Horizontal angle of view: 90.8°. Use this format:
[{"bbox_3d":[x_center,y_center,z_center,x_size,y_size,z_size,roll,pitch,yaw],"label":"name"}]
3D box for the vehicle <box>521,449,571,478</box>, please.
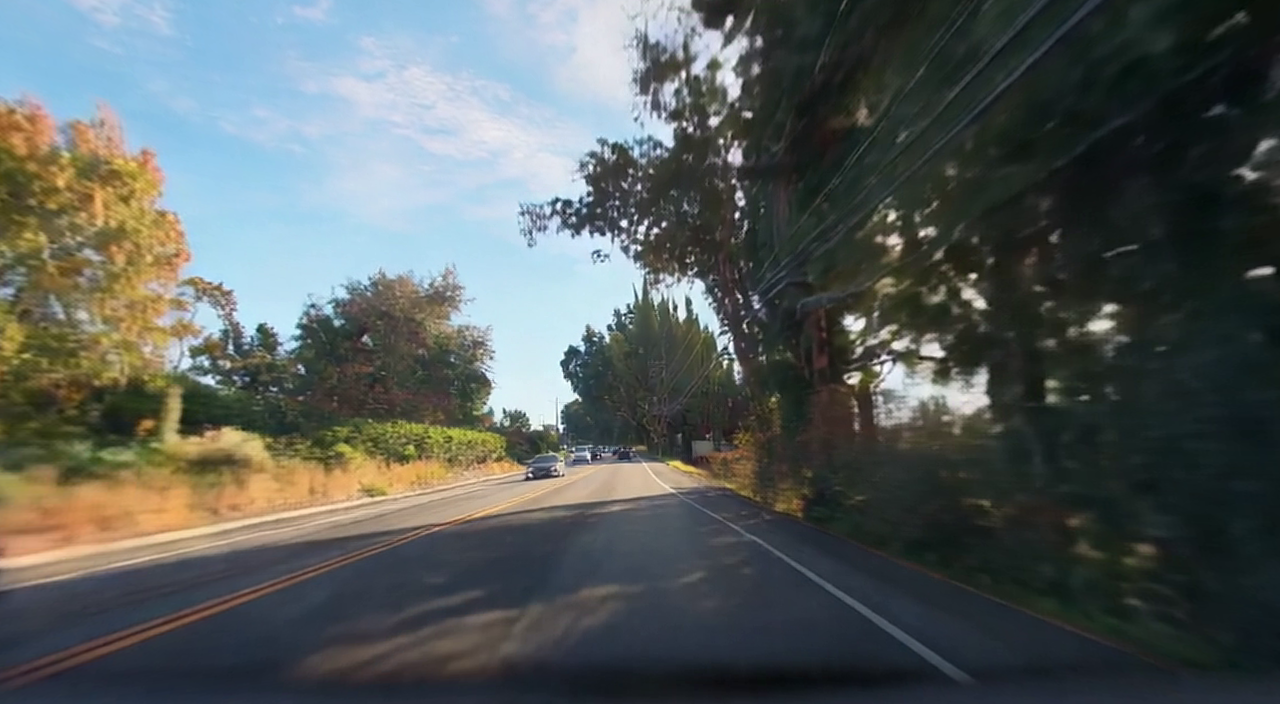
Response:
[{"bbox_3d":[-5.125,6.144,35.099,2.069,1.471,4.226,0,-8,1],"label":"vehicle"}]
